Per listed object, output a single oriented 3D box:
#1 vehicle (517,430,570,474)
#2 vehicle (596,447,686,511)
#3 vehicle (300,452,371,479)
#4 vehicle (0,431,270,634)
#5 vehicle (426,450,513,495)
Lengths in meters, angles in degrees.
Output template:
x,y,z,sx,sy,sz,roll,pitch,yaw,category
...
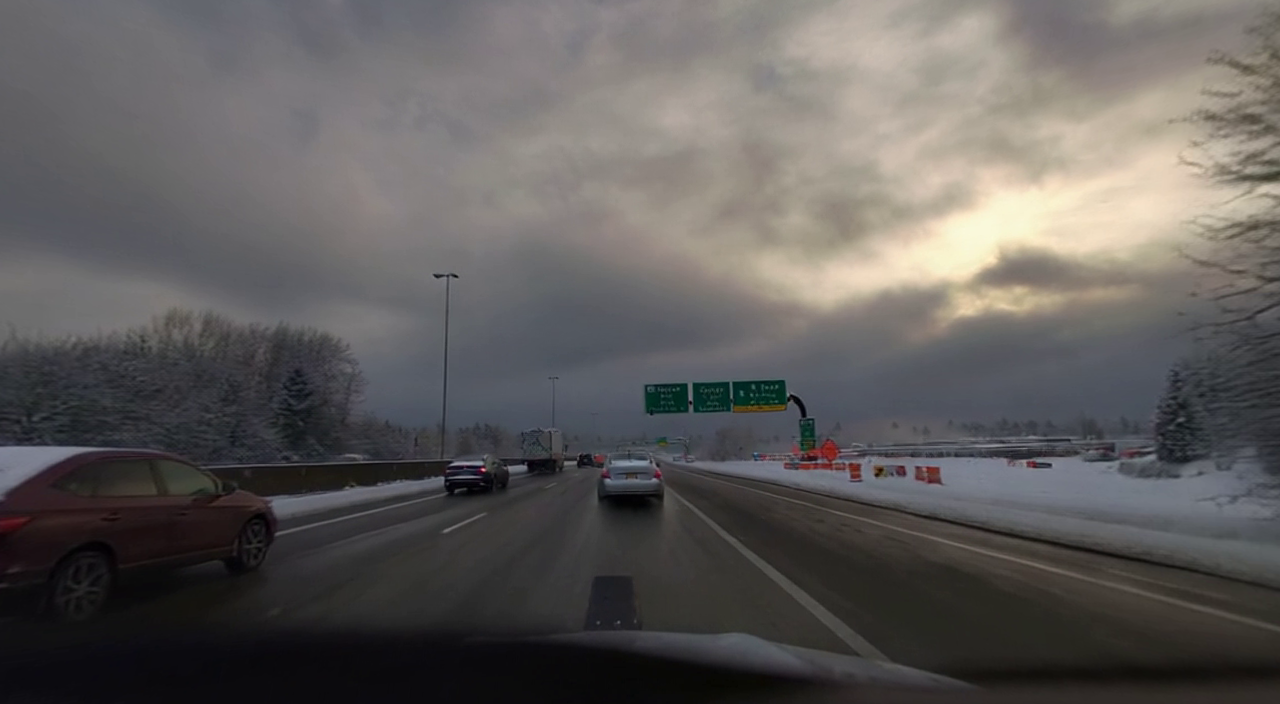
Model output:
x,y,z,sx,sy,sz,roll,pitch,yaw,category
-6.149,6.516,41.043,2.326,2.645,6.249,-1,-9,2,vehicle
-0.012,3.224,16.440,2.080,1.451,3.512,0,-9,-1,vehicle
-19.485,7.265,40.508,2.357,1.631,4.515,0,-9,-1,vehicle
-5.681,1.505,5.739,1.892,1.481,4.573,0,-9,-1,vehicle
-6.012,4.279,22.688,2.063,1.417,4.000,0,-9,-1,vehicle
